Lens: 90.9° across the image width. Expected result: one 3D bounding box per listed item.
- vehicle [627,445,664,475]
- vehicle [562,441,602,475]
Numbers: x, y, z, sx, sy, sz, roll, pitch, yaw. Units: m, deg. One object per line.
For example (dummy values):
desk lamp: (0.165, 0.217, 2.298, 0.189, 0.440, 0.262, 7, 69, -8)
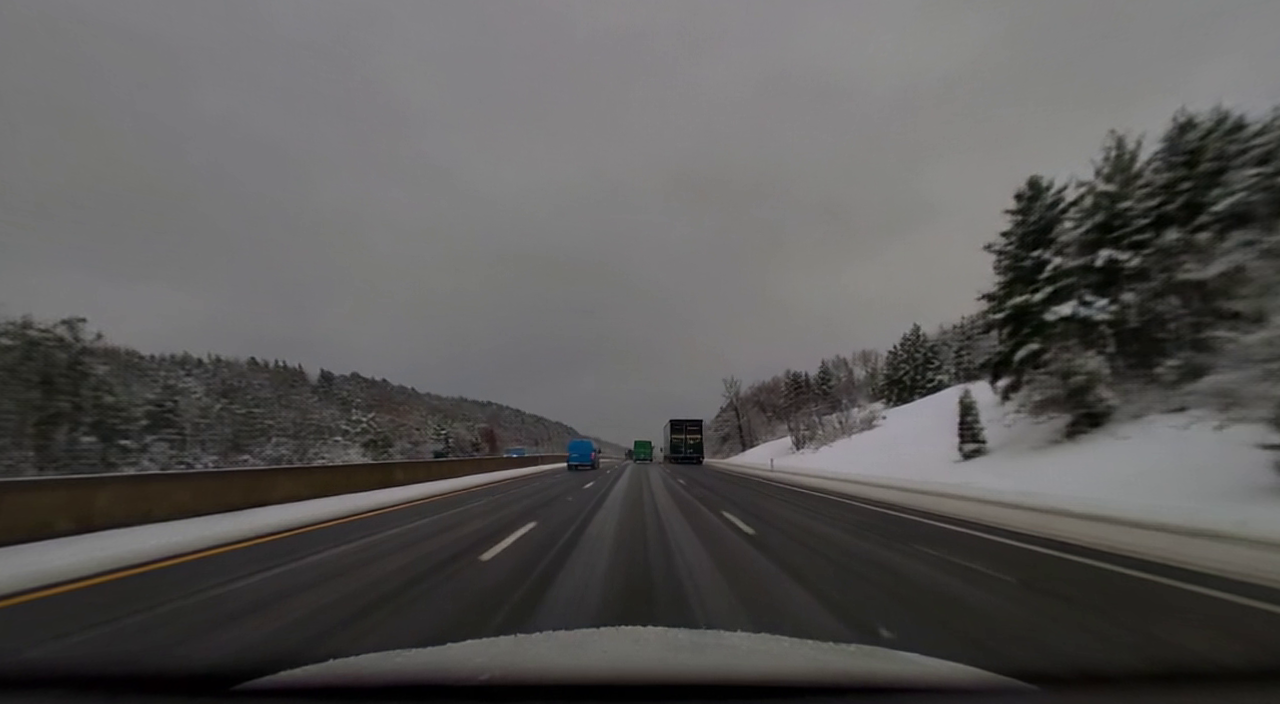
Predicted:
vehicle: (0.381, 6.773, 39.616, 2.166, 1.747, 4.299, -1, -9, 1)
vehicle: (-3.625, 6.701, 40.025, 1.955, 2.004, 4.792, -1, -9, 1)
